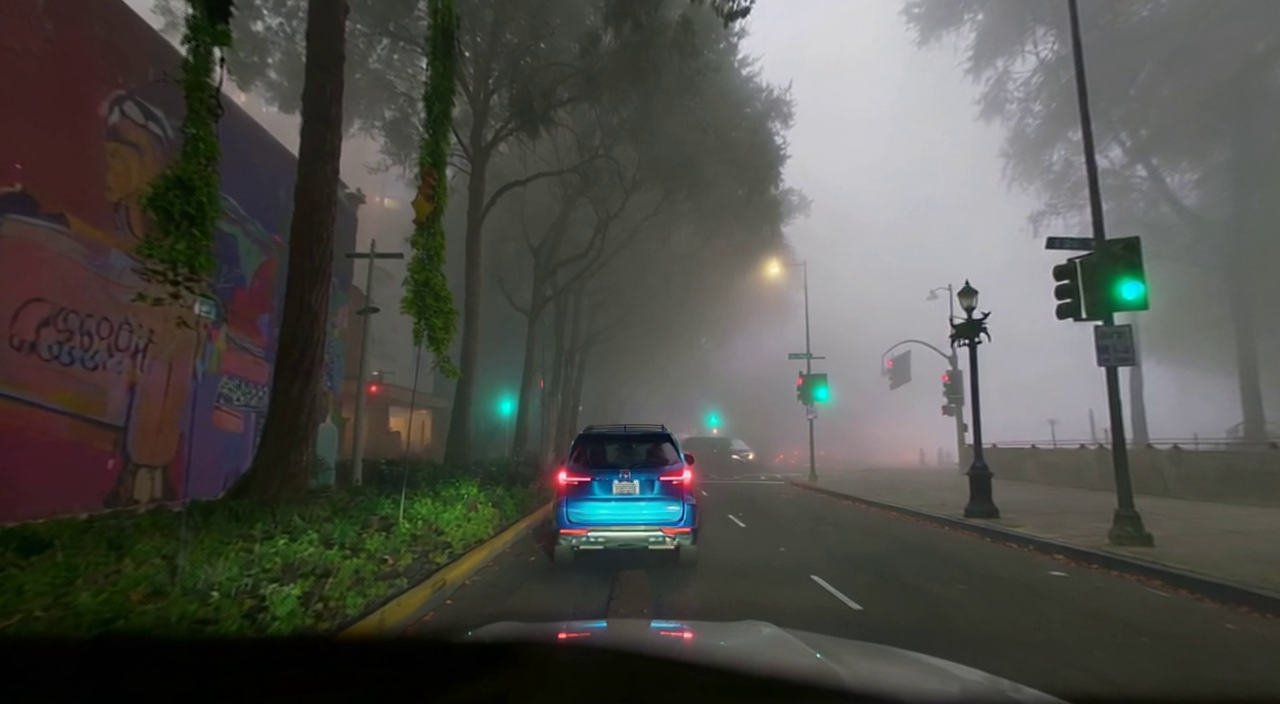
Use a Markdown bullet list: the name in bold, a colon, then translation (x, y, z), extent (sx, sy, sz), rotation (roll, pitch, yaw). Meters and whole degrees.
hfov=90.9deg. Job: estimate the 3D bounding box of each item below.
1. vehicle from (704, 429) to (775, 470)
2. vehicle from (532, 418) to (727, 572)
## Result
- **vehicle**: translation (5.612, 5.358, 34.814), extent (2.448, 2.063, 5.513), rotation (-4, -9, 24)
- **vehicle**: translation (-0.125, 1.822, 8.754), extent (2.079, 1.621, 3.861), rotation (0, -8, 0)
